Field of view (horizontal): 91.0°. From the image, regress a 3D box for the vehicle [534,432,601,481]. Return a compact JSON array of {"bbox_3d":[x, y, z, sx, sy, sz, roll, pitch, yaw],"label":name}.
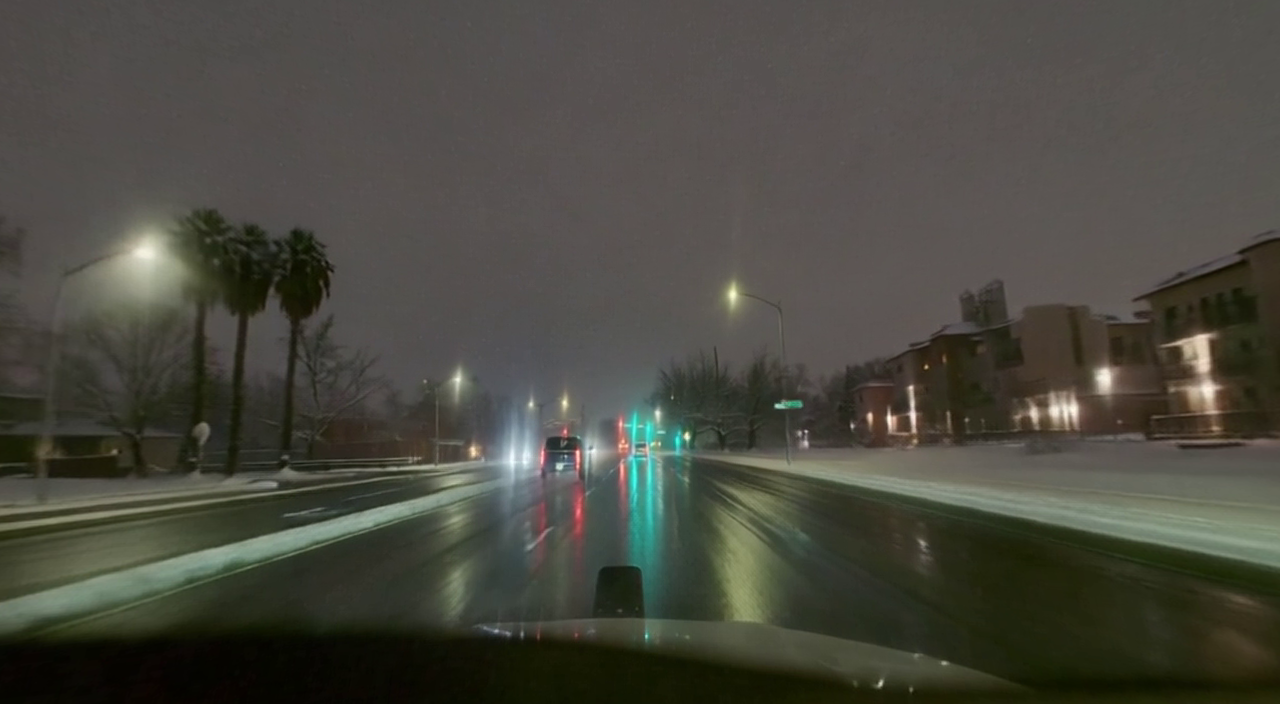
[{"bbox_3d":[-3.158,4.768,28.908,2.370,1.968,5.698,0,-9,0],"label":"vehicle"}]
